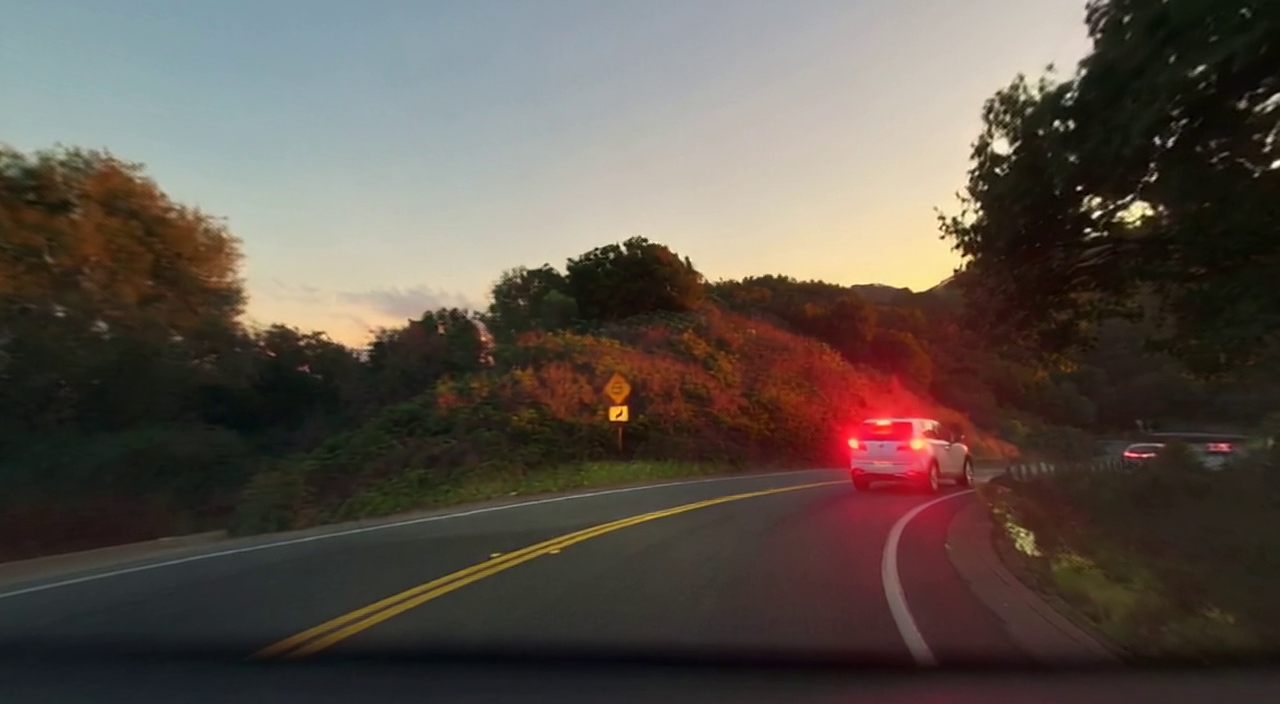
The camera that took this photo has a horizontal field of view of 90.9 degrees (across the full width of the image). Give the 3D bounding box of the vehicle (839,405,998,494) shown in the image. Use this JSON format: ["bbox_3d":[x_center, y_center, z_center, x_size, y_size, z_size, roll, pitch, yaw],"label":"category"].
[{"bbox_3d":[7.697,2.608,17.026,2.500,1.961,5.637,-7,-11,38],"label":"vehicle"}]
